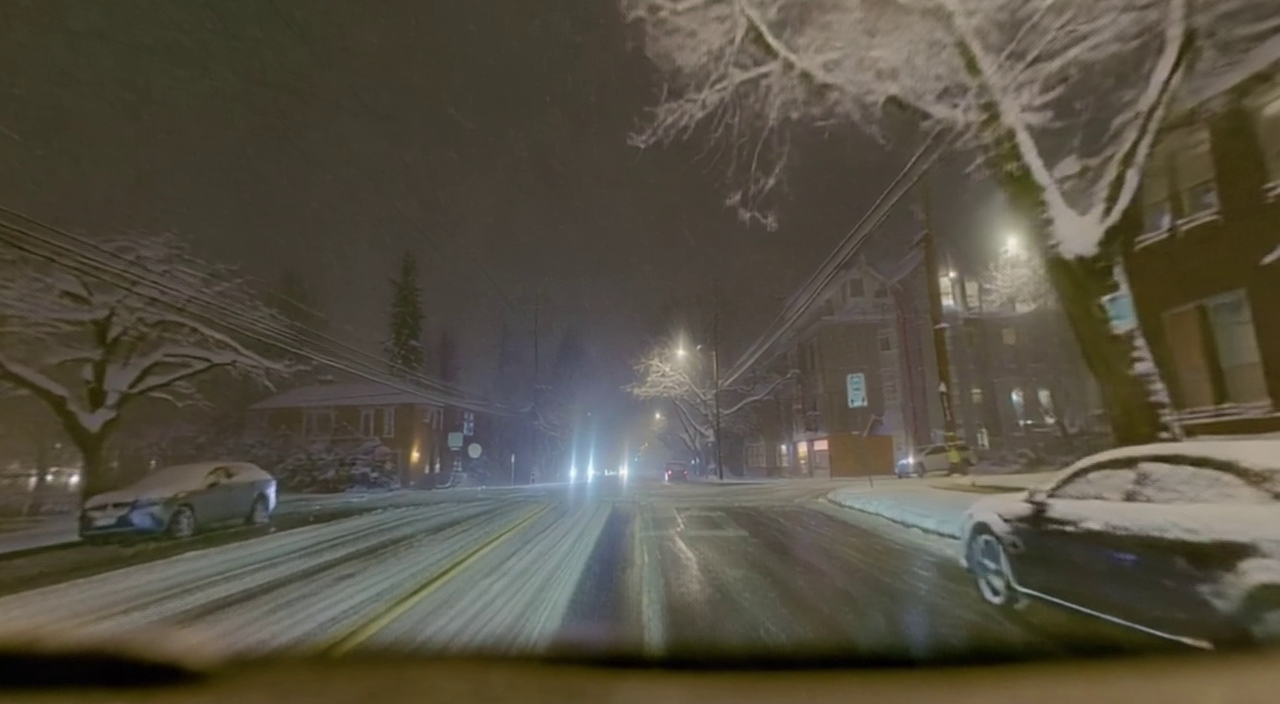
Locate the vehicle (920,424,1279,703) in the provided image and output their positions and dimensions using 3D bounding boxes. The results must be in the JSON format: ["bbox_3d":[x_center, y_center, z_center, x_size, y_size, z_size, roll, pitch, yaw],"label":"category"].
[{"bbox_3d":[3.823,1.240,4.011,1.946,1.468,4.721,0,-9,0],"label":"vehicle"}]

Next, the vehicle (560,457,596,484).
[{"bbox_3d":[-4.202,8.098,43.247,2.108,1.651,4.176,0,-9,-1],"label":"vehicle"}]

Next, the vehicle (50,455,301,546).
[{"bbox_3d":[-9.440,3.006,13.515,2.000,1.495,4.687,0,-9,-3],"label":"vehicle"}]
